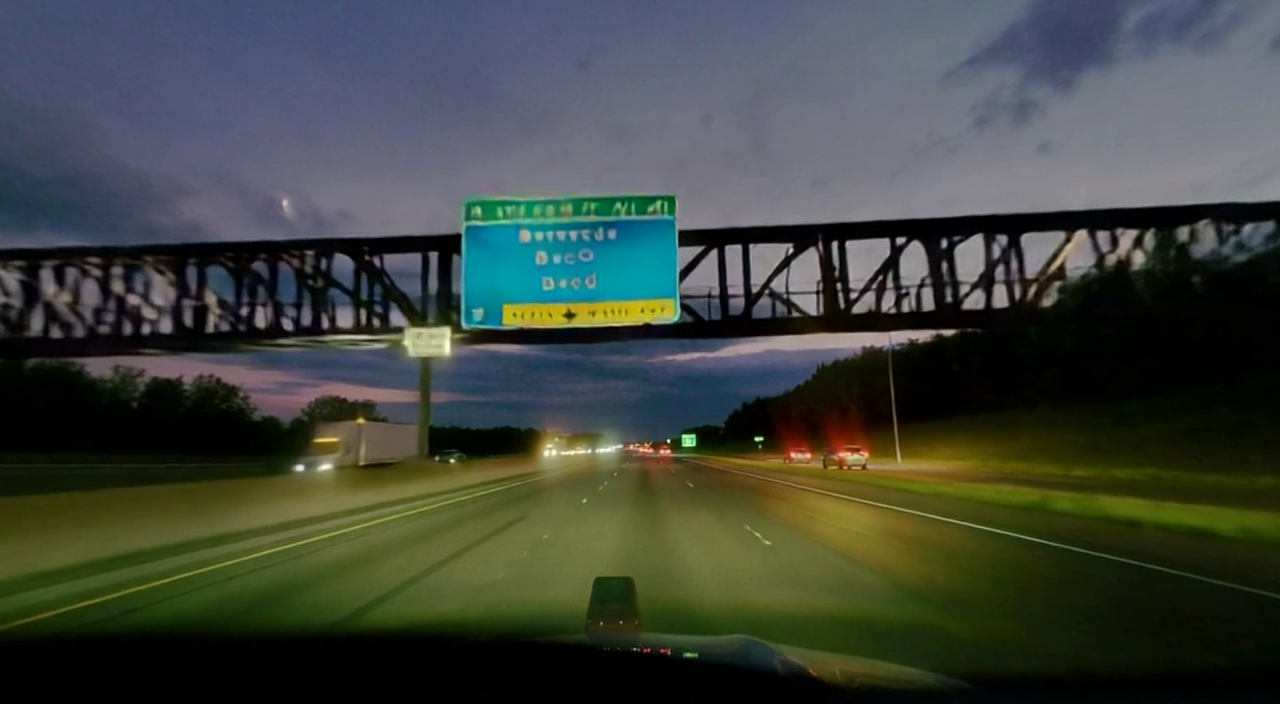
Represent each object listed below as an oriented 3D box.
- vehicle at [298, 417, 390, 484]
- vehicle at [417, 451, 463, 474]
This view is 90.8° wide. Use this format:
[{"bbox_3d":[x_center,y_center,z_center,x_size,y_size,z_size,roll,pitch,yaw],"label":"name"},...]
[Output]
[{"bbox_3d":[-18.688,6.262,40.297,2.880,3.889,5.961,0,-9,0],"label":"vehicle"},{"bbox_3d":[-14.892,8.270,47.318,1.944,1.603,4.591,0,-9,0],"label":"vehicle"}]
